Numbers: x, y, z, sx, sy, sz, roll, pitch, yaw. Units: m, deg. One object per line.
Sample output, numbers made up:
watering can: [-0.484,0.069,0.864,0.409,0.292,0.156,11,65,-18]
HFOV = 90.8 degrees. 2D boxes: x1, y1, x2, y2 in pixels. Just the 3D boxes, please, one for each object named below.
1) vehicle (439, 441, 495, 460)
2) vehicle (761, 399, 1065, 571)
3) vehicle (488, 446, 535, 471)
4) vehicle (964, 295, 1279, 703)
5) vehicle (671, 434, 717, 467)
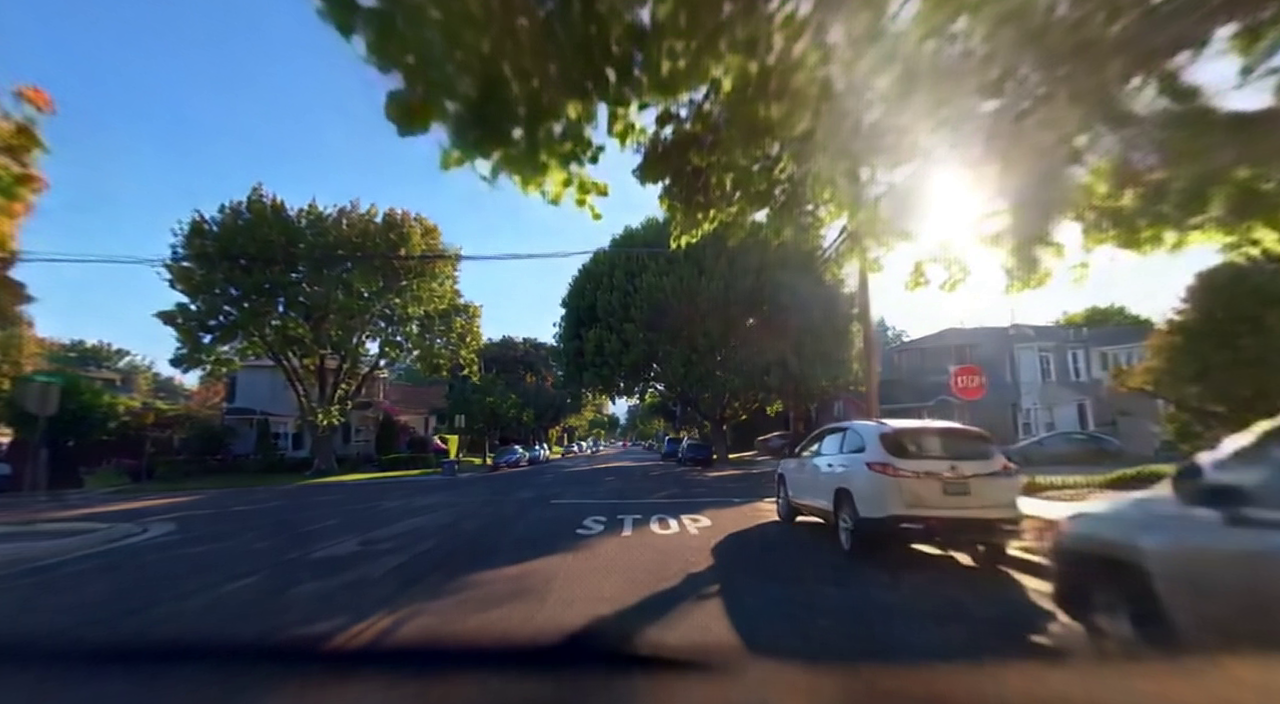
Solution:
vehicle: [-13.612,7.781,49.872,3.905,1.480,1.892,0,-9,-2]
vehicle: [3.165,1.654,8.567,2.035,1.708,4.355,0,-9,-2]
vehicle: [-7.369,6.125,36.566,1.926,1.307,3.909,0,-8,0]
vehicle: [3.192,0.681,2.032,1.993,1.778,4.311,0,-9,0]
vehicle: [2.951,5.507,35.422,2.114,1.708,4.474,0,-8,-1]
